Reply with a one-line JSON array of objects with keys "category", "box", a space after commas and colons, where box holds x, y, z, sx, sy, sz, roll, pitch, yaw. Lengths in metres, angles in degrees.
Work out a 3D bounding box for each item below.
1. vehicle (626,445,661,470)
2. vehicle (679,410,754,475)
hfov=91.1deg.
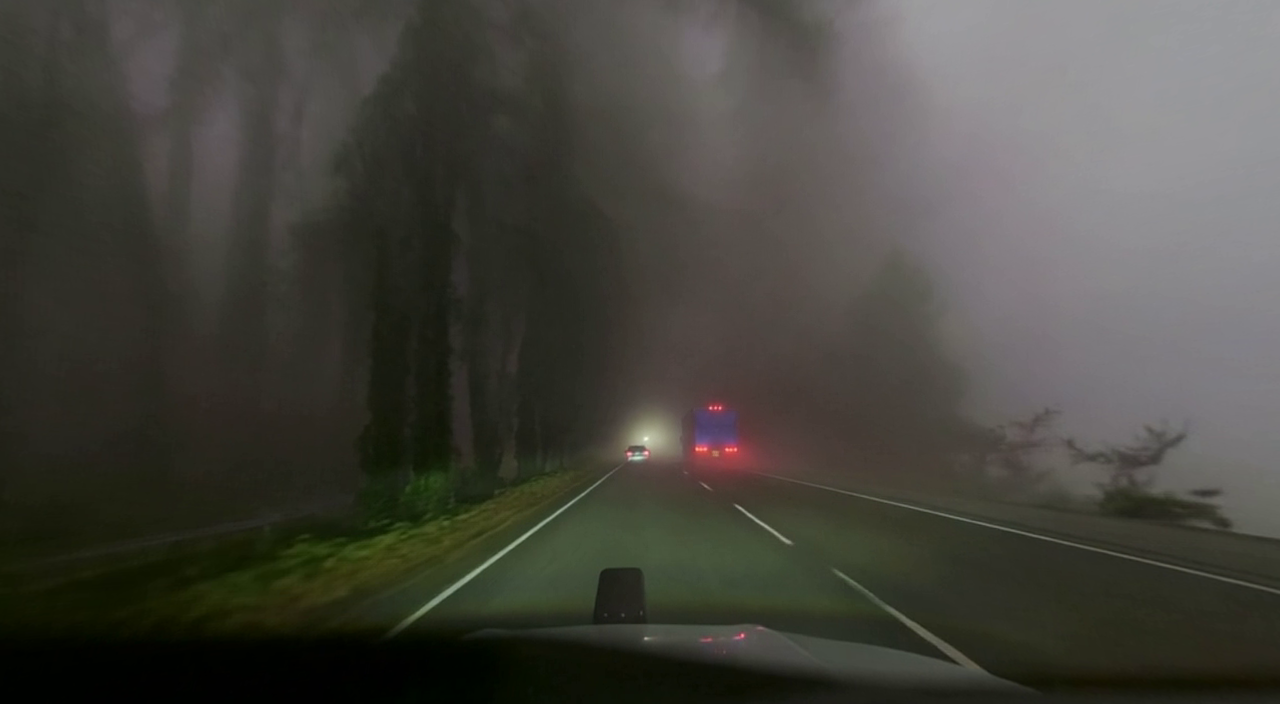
[{"category": "vehicle", "box": [0.240, 6.895, 41.356, 2.170, 1.544, 4.373, 0, -8, 0]}, {"category": "vehicle", "box": [4.008, 5.067, 35.076, 3.015, 3.211, 7.982, 0, -8, -1]}]
